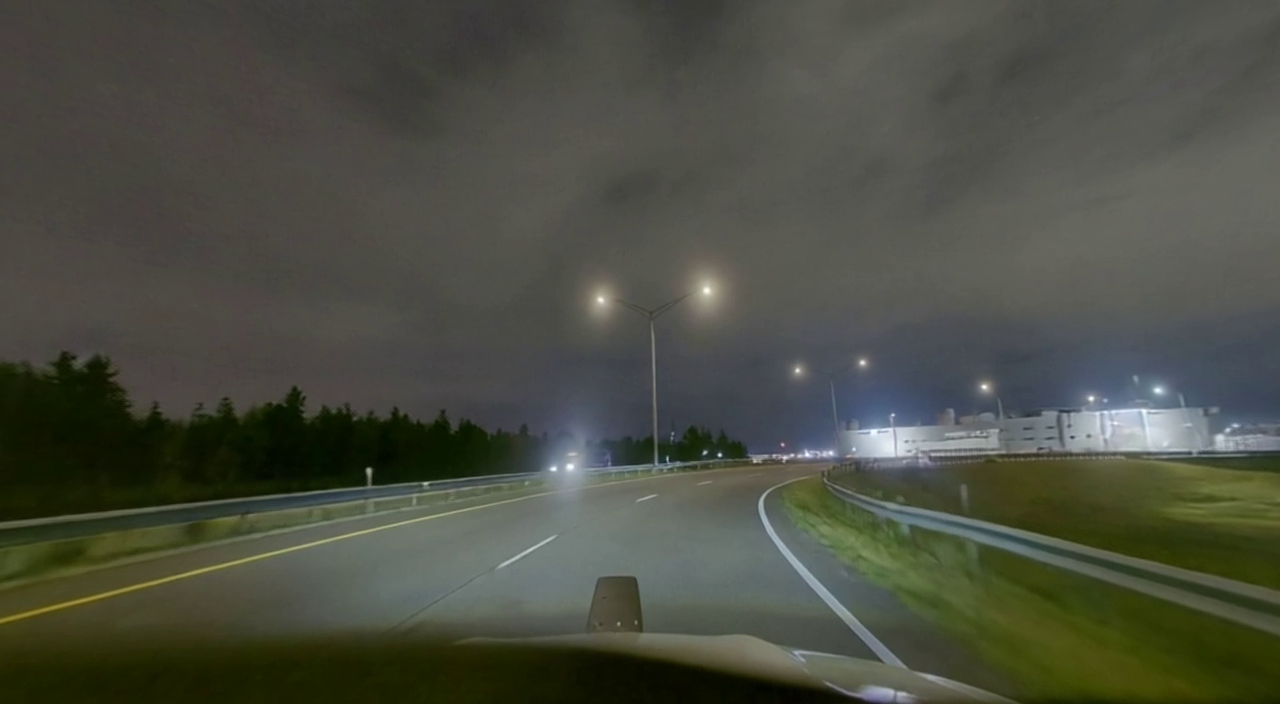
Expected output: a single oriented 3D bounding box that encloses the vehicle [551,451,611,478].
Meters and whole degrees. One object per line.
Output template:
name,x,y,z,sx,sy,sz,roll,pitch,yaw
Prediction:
vehicle,-3.931,7.579,42.626,2.009,1.707,4.571,-4,-10,26
